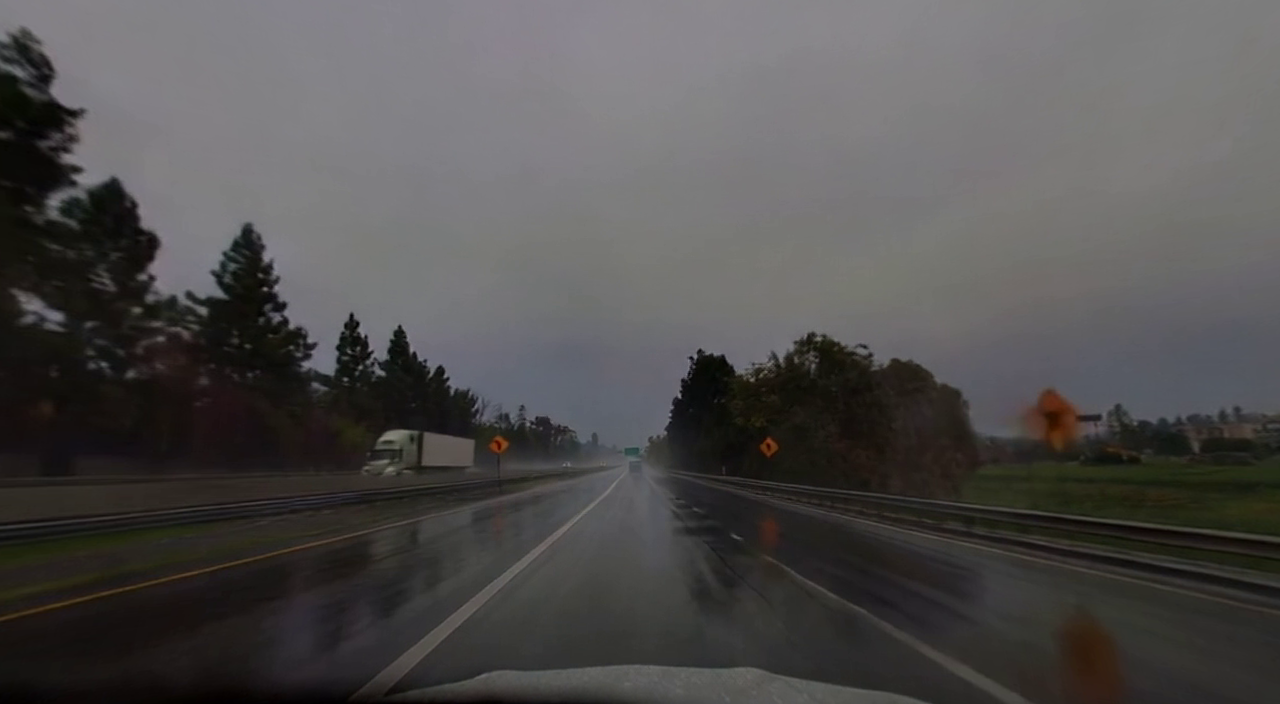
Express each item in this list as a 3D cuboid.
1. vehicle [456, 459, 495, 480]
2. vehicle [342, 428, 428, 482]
[{"bbox_3d":[-12.718,9.133,48.987,1.838,1.494,4.195,1,-10,0],"label":"vehicle"},{"bbox_3d":[-16.692,6.913,41.873,2.701,3.278,6.997,0,-11,0],"label":"vehicle"}]
